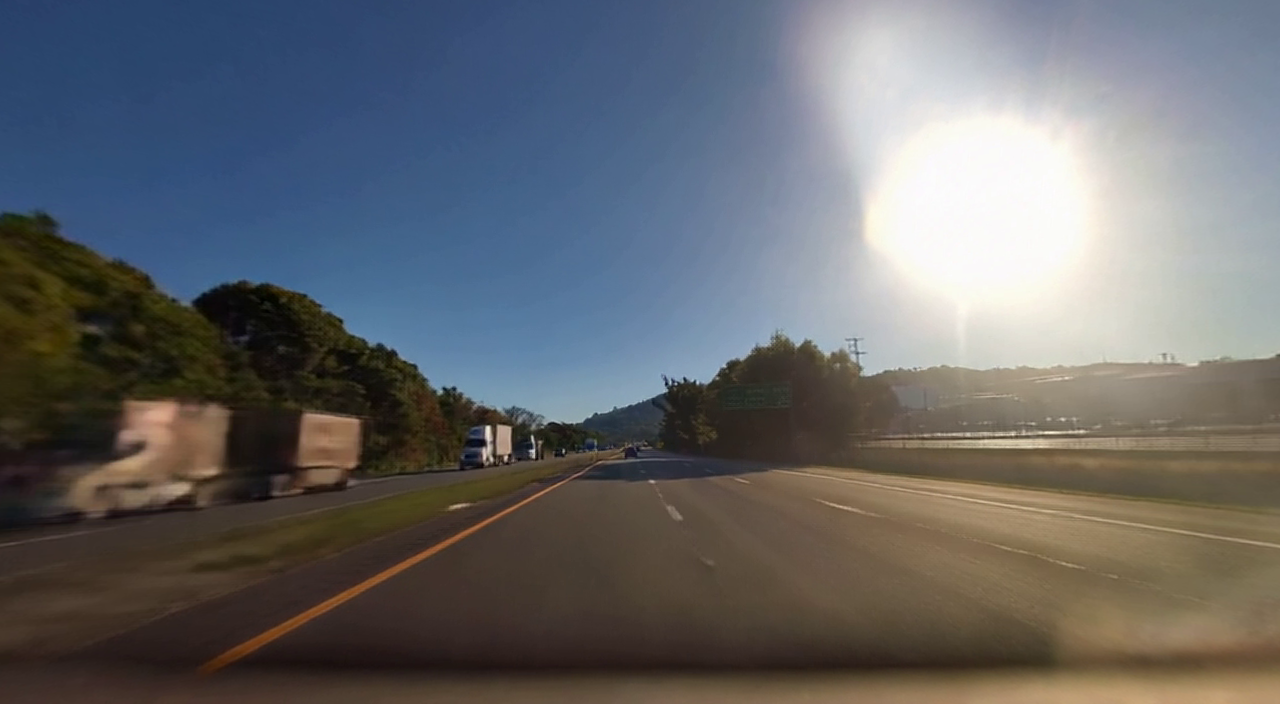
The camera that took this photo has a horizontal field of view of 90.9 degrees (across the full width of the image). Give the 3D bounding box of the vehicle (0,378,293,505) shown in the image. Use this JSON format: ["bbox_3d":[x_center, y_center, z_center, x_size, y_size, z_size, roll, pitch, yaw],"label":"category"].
[{"bbox_3d":[-17.046,3.332,23.131,2.950,3.611,10.144,0,-9,-1],"label":"vehicle"}]
